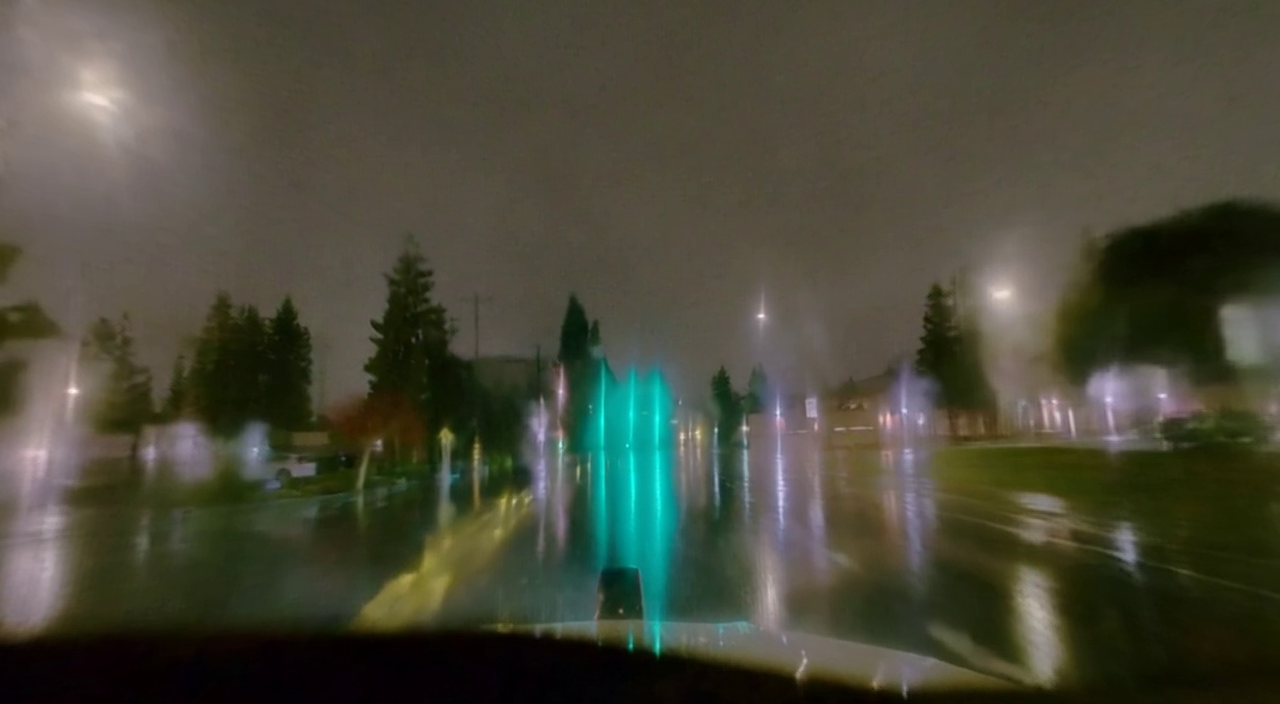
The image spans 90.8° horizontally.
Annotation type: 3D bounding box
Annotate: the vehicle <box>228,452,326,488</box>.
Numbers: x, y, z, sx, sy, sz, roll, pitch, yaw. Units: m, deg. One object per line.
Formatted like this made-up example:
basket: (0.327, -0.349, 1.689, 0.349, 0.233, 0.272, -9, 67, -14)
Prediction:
vehicle: (-19.547, 6.350, 34.333, 2.030, 1.759, 4.949, -1, -9, 5)

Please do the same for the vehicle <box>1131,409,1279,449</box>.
vehicle: (21.078, 2.832, 23.026, 4.621, 1.393, 1.824, -1, -9, 6)
